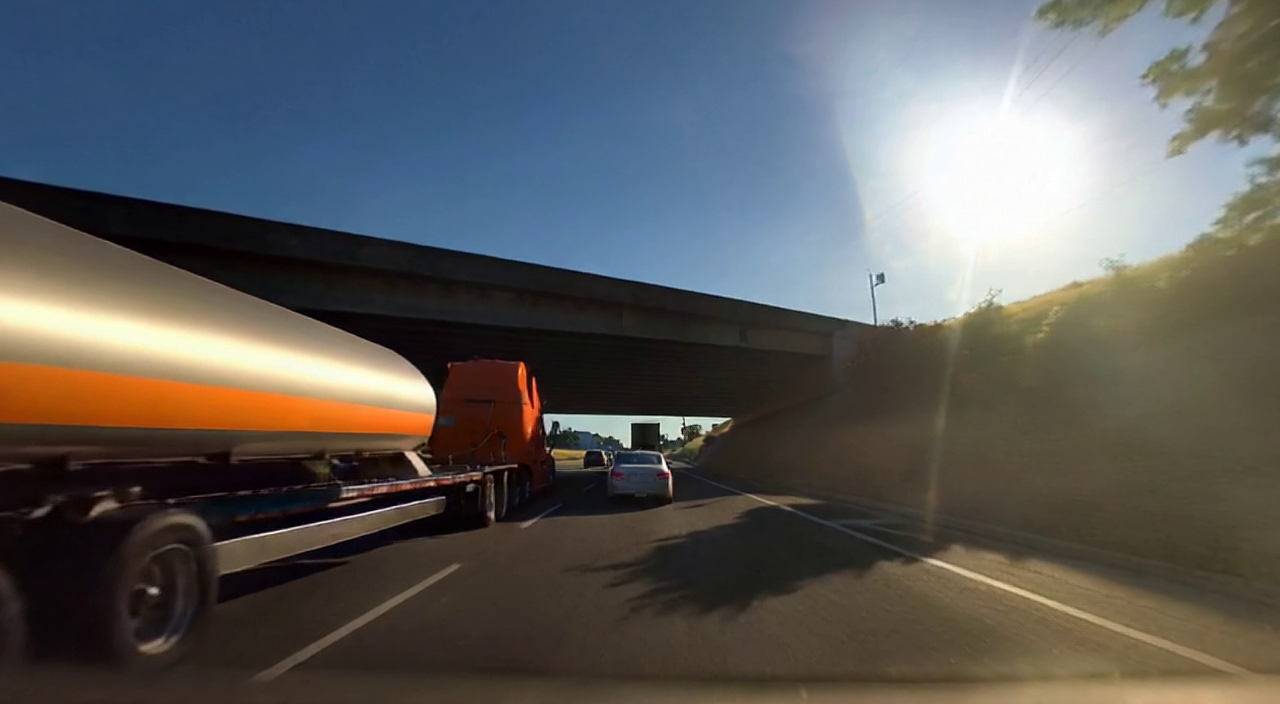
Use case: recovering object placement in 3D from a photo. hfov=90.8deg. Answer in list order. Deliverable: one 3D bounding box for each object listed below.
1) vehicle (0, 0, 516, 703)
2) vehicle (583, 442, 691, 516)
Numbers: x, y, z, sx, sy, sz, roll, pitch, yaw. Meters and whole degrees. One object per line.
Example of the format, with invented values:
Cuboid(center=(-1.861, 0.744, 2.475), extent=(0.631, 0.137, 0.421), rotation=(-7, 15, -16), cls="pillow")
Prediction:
Cuboid(center=(-4.291, 0.537, 6.407), extent=(2.896, 3.563, 14.643), rotation=(0, -9, 1), cls="vehicle")
Cuboid(center=(-0.036, 2.932, 15.076), extent=(2.215, 1.481, 4.246), rotation=(0, -9, 1), cls="vehicle")
